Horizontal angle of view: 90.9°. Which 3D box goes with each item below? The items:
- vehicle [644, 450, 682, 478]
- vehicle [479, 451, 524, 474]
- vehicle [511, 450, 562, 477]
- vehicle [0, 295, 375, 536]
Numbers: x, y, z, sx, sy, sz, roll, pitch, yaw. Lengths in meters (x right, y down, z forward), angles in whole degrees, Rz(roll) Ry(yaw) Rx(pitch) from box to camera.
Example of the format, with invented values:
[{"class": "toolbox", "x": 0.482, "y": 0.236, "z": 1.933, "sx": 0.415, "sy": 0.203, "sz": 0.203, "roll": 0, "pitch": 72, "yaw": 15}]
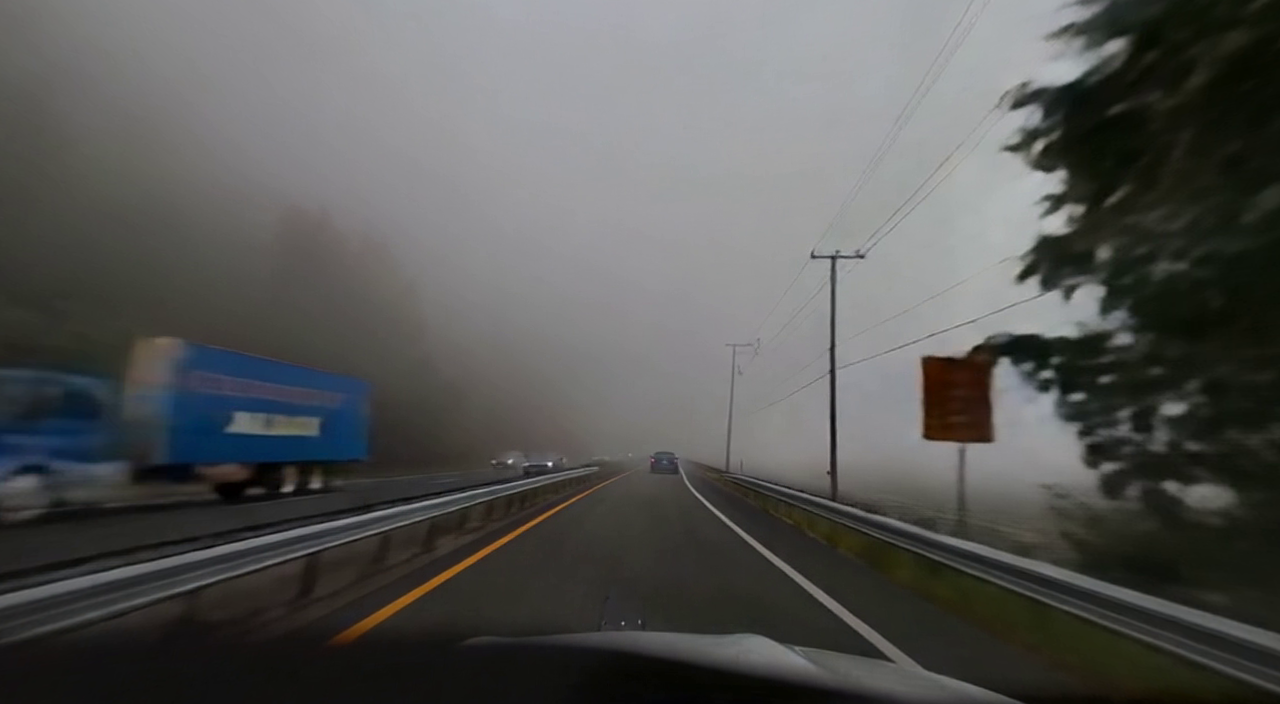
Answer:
[{"class": "vehicle", "x": 1.348, "y": 6.517, "z": 36.859, "sx": 2.080, "sy": 1.486, "sz": 3.813, "roll": 0, "pitch": -9, "yaw": 2}, {"class": "vehicle", "x": -9.022, "y": 7.228, "z": 41.378, "sx": 1.910, "sy": 1.470, "sz": 3.797, "roll": -1, "pitch": -9, "yaw": 4}, {"class": "vehicle", "x": -5.987, "y": 6.509, "z": 36.958, "sx": 2.034, "sy": 1.492, "sz": 4.319, "roll": -1, "pitch": -9, "yaw": 3}, {"class": "vehicle", "x": -10.668, "y": 1.825, "z": 15.371, "sx": 3.005, "sy": 3.782, "sz": 10.956, "roll": -1, "pitch": -9, "yaw": 3}]
